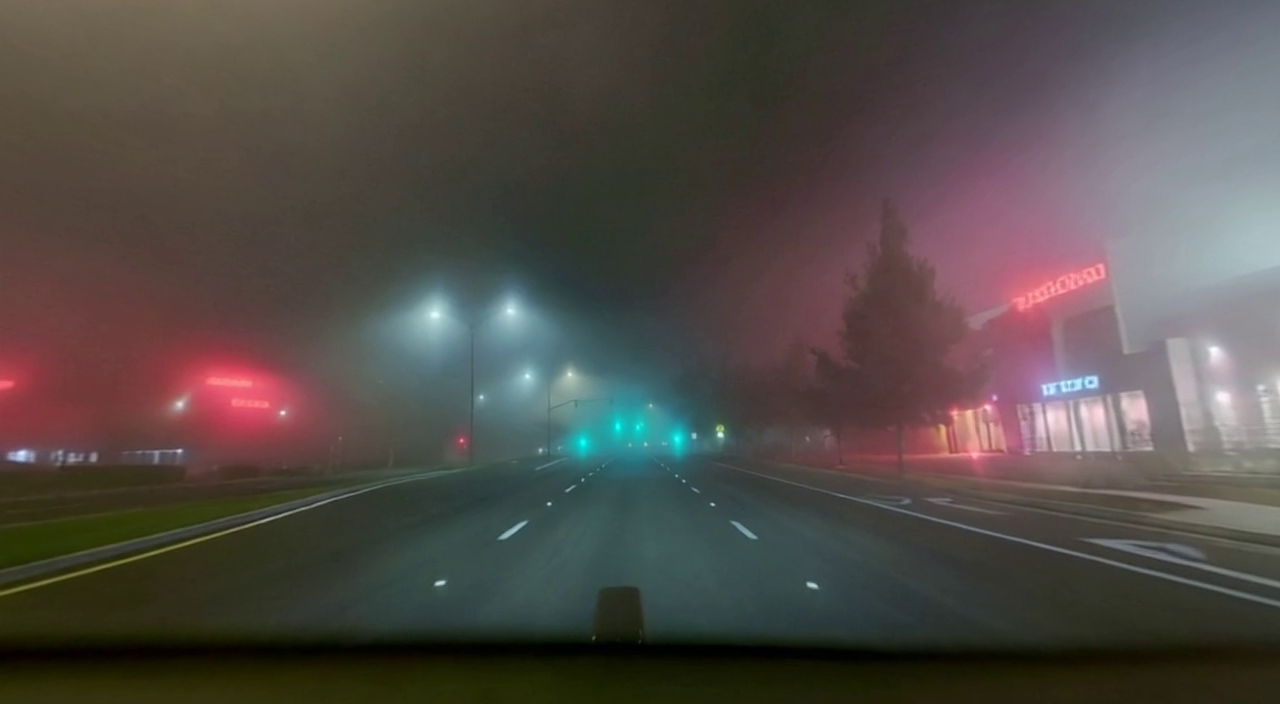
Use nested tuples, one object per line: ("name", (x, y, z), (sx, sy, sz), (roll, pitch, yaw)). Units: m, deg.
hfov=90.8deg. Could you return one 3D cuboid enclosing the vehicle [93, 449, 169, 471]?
("vehicle", (-34.499, 7.325, 42.866), (3.557, 1.432, 1.774), (0, -8, 0))
